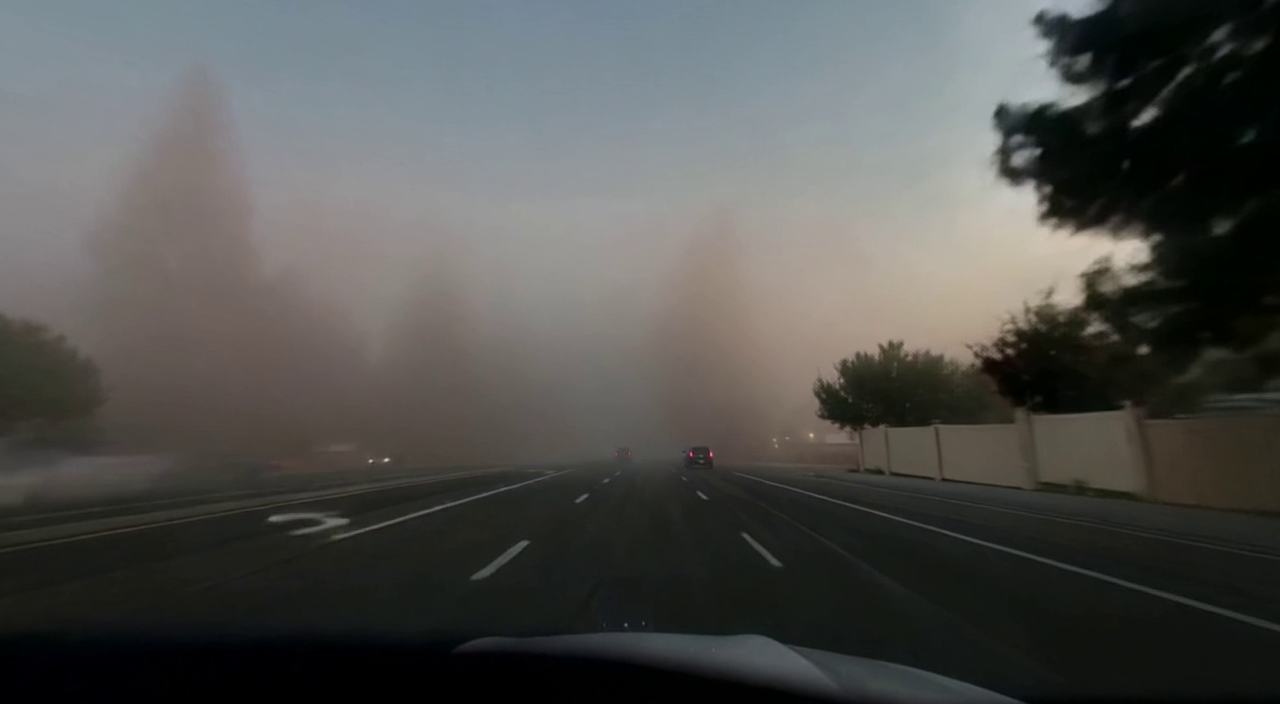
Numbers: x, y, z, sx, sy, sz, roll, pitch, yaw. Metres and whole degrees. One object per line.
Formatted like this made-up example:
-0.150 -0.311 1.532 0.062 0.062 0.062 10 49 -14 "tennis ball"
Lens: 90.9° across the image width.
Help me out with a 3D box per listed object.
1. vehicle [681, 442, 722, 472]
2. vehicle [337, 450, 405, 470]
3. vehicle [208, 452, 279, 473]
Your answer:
3.861 6.668 40.351 2.114 1.780 4.445 0 -8 0 "vehicle"
-20.584 8.284 48.325 4.351 1.489 1.890 0 -8 0 "vehicle"
-28.922 8.029 45.952 4.317 1.476 1.910 -2 -9 17 "vehicle"
